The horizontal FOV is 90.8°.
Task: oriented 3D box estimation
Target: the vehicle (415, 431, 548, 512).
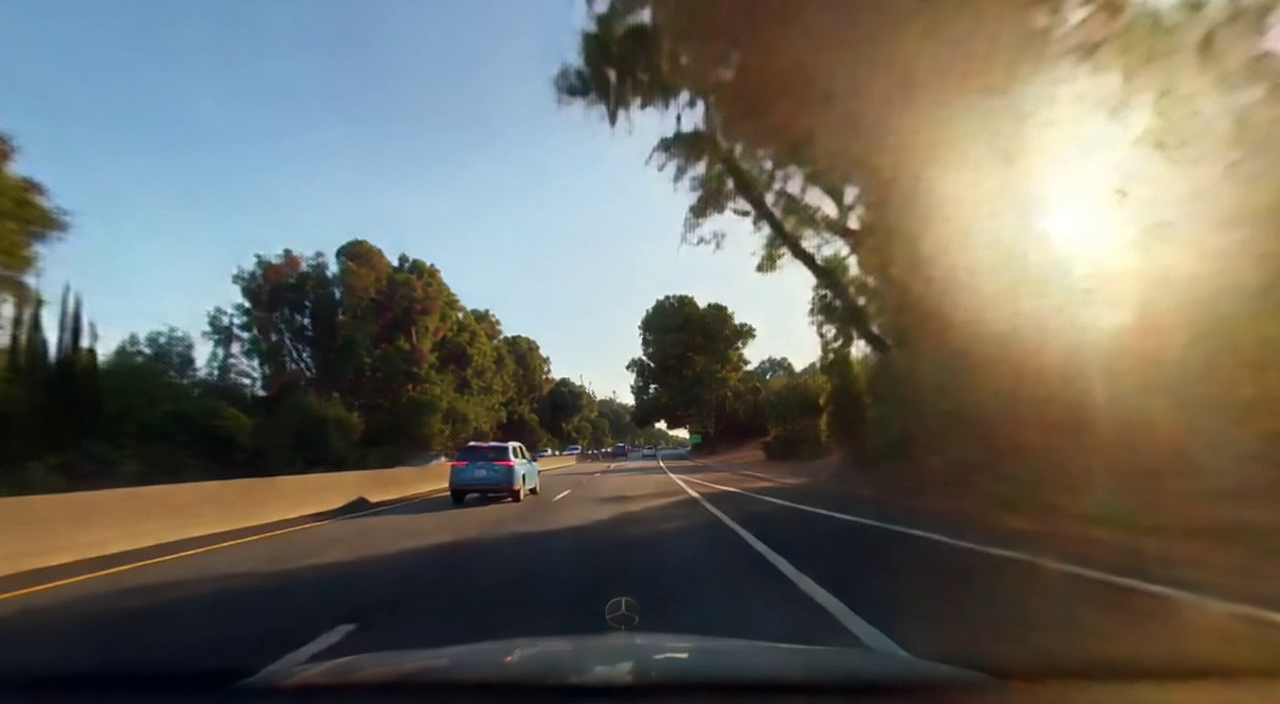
[{"bbox_3d":[-3.728,2.914,15.883,2.110,1.727,4.607,0,-9,0],"label":"vehicle"}]
